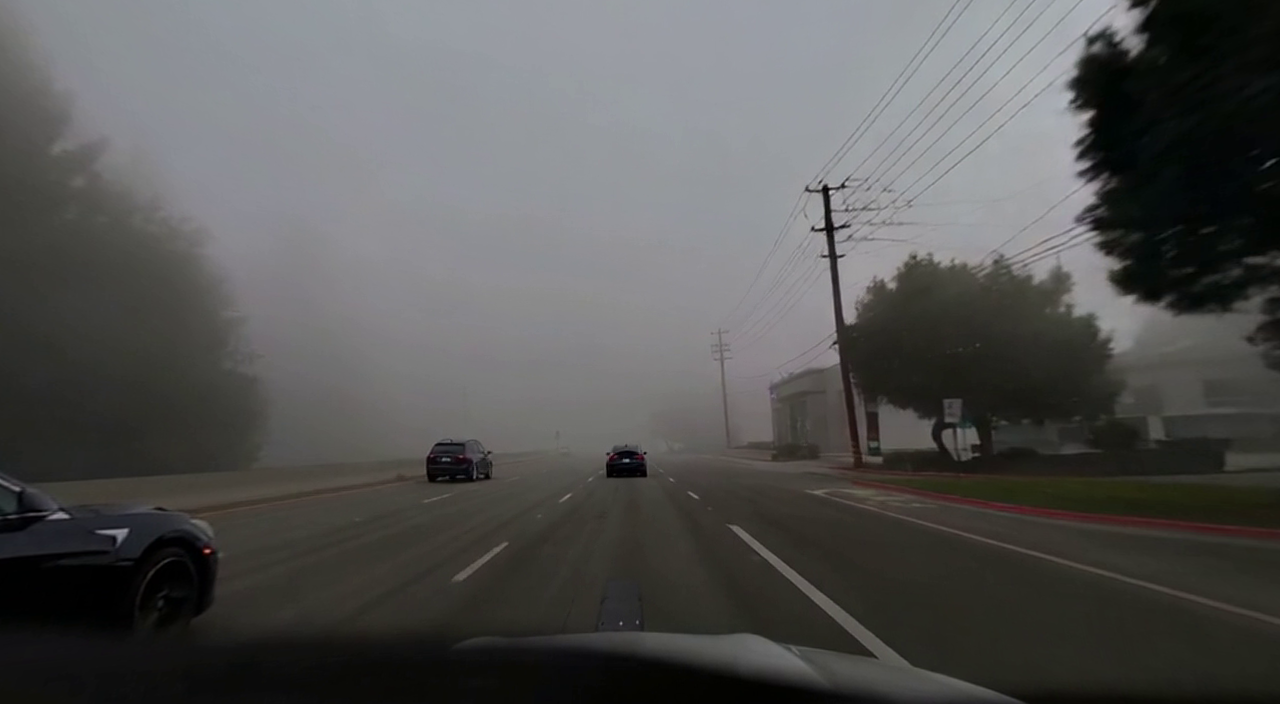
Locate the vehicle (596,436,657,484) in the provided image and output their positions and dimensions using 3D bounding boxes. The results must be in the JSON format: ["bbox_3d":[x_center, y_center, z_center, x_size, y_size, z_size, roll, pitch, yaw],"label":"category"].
[{"bbox_3d":[-0.494,4.175,24.689,2.189,1.652,4.135,0,-8,0],"label":"vehicle"}]

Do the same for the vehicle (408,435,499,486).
[{"bbox_3d":[-7.262,4.263,25.193,2.203,1.819,4.547,-1,-8,0],"label":"vehicle"}]

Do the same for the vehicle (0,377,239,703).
[{"bbox_3d":[-3.714,0.791,1.777,1.985,1.607,4.892,0,-8,-1],"label":"vehicle"}]
